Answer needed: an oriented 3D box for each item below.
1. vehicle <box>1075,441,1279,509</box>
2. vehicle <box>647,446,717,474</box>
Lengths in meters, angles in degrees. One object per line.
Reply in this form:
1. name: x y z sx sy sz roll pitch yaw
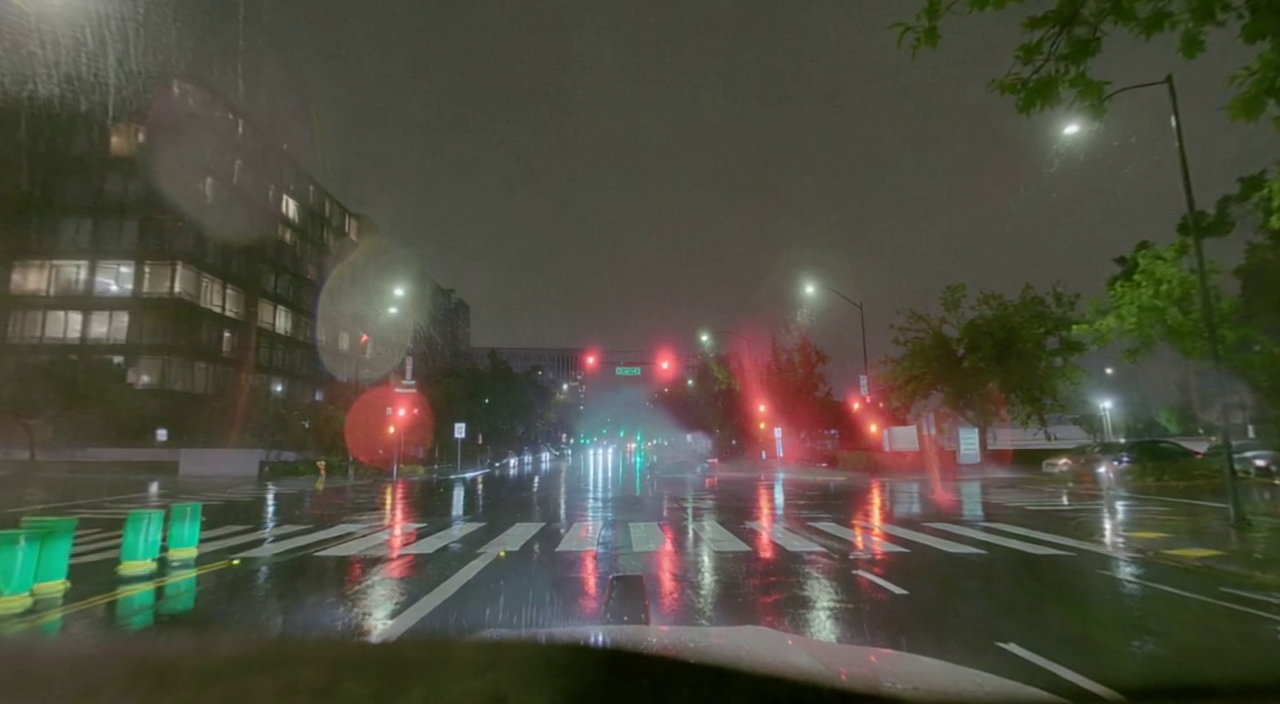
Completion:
1. vehicle: 13.005 2.795 14.565 4.424 1.436 1.804 -1 -9 6
2. vehicle: 2.449 6.401 37.638 1.972 1.522 4.368 5 -10 -32
